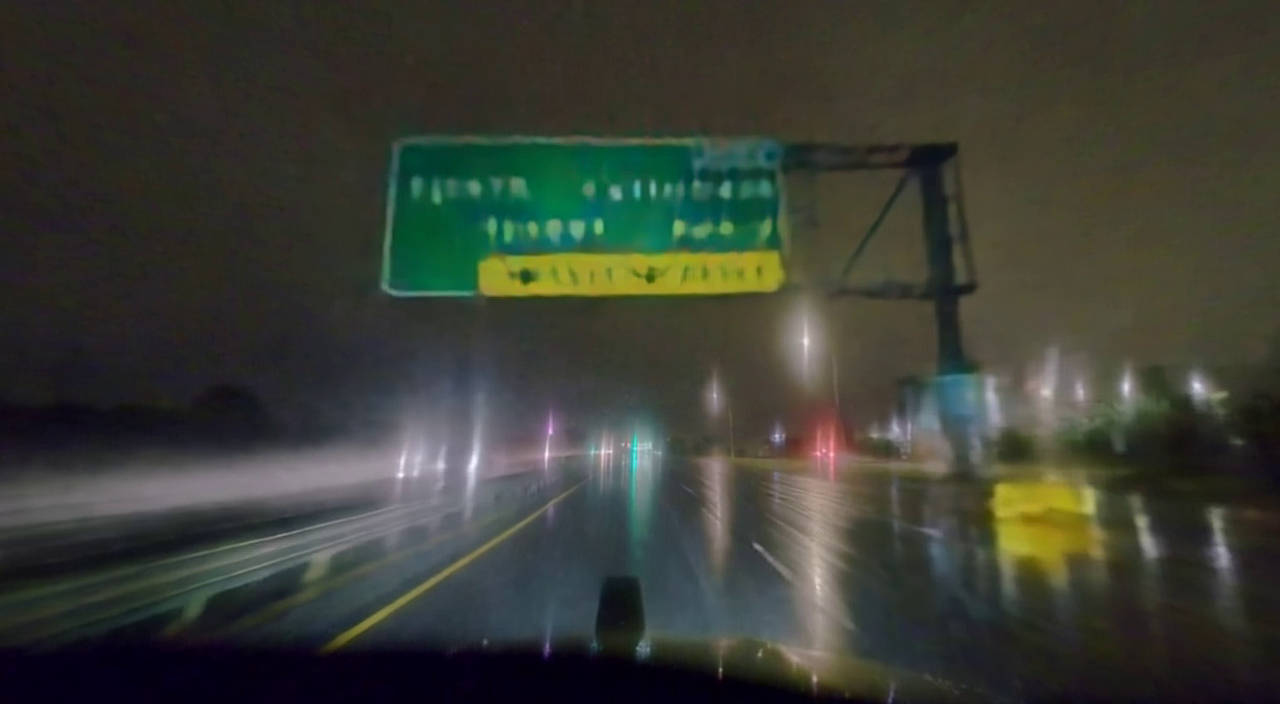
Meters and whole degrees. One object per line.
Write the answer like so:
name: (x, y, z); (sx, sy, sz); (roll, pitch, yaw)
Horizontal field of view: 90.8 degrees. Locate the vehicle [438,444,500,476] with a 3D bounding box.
vehicle: (-8.667, 5.503, 32.366); (2.003, 1.535, 4.230); (0, -9, 0)
